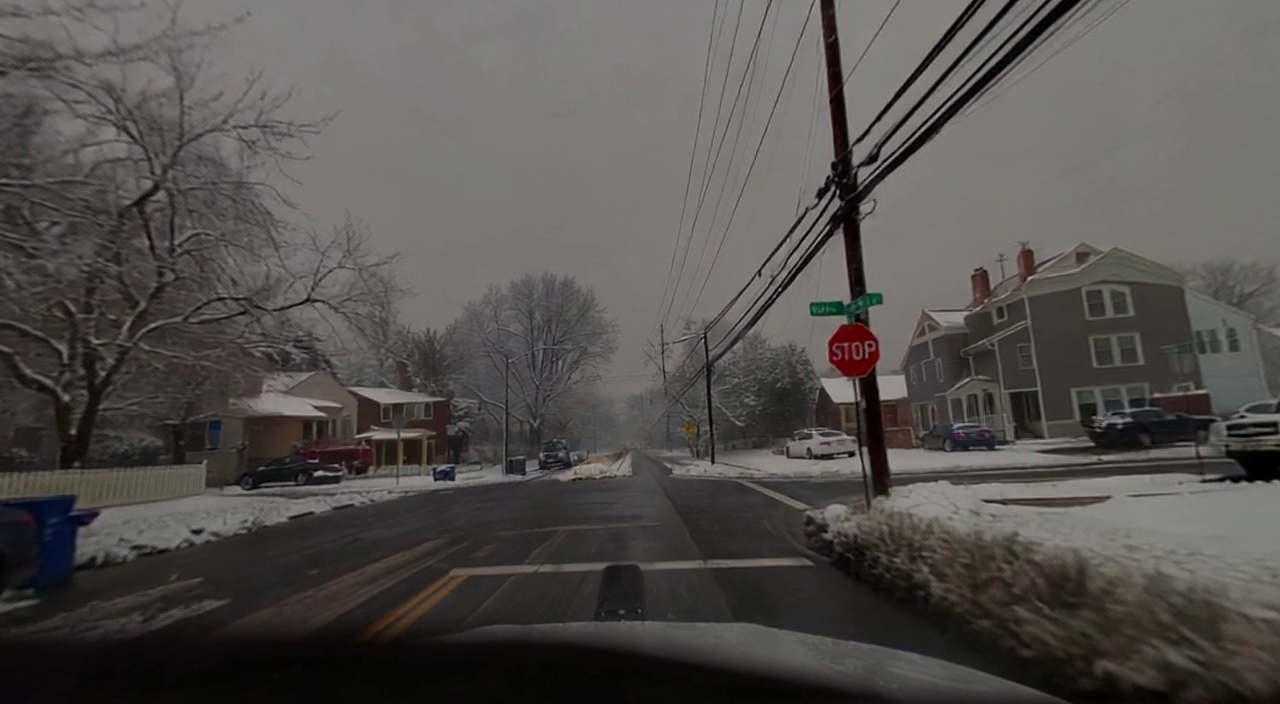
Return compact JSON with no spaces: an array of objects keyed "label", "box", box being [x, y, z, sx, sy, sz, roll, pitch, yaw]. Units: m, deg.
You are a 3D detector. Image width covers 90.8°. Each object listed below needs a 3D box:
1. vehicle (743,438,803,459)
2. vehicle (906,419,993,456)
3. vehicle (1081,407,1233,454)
[{"label":"vehicle","box":[9.922,7.215,47.323,4.019,1.533,1.769,0,-8,0]},{"label":"vehicle","box":[15.545,4.351,31.992,2.025,1.689,4.342,0,-8,-2]},{"label":"vehicle","box":[21.130,3.245,25.972,4.466,1.769,2.033,1,-8,-1]}]
